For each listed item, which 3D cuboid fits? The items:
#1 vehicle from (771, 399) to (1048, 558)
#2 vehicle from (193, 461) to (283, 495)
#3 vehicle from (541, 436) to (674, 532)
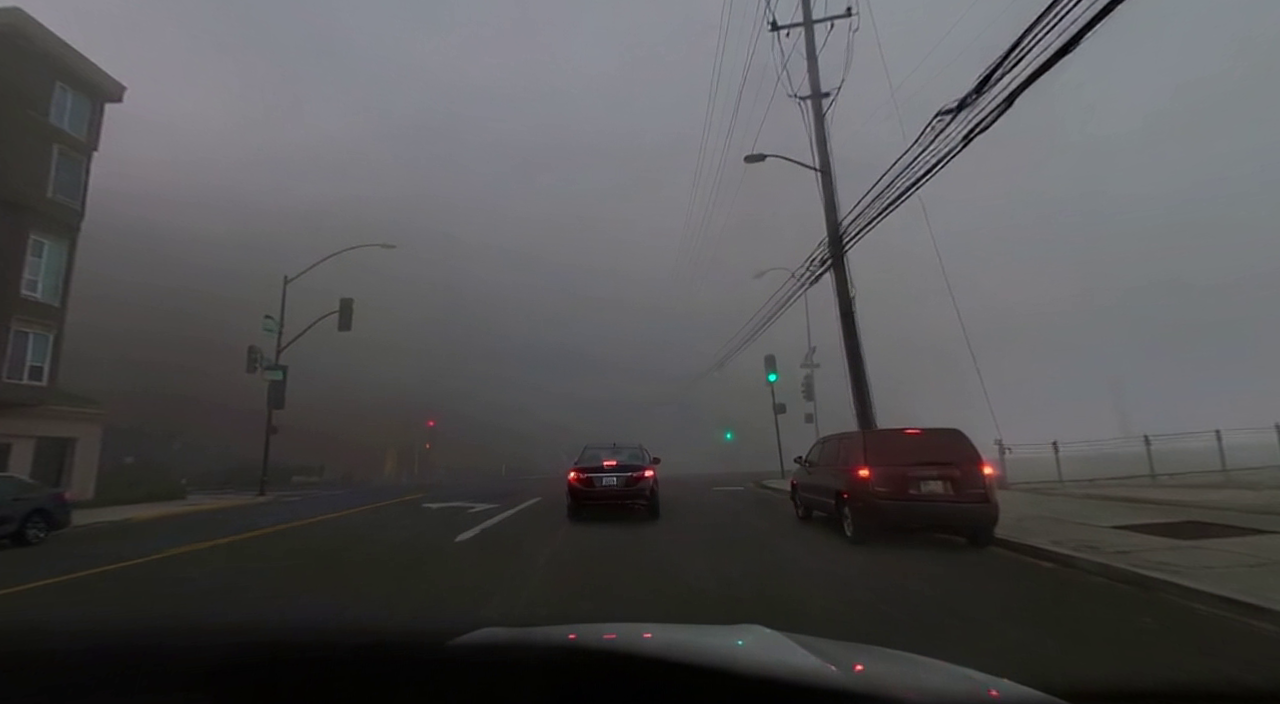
[{"bbox_3d":[3.832,1.924,10.328,2.248,1.945,5.011,0,-9,-1],"label":"vehicle"},{"bbox_3d":[-25.296,7.949,39.864,4.337,1.739,1.981,-5,-11,2],"label":"vehicle"},{"bbox_3d":[-0.492,2.338,11.789,2.019,1.453,4.129,0,-8,0],"label":"vehicle"}]
